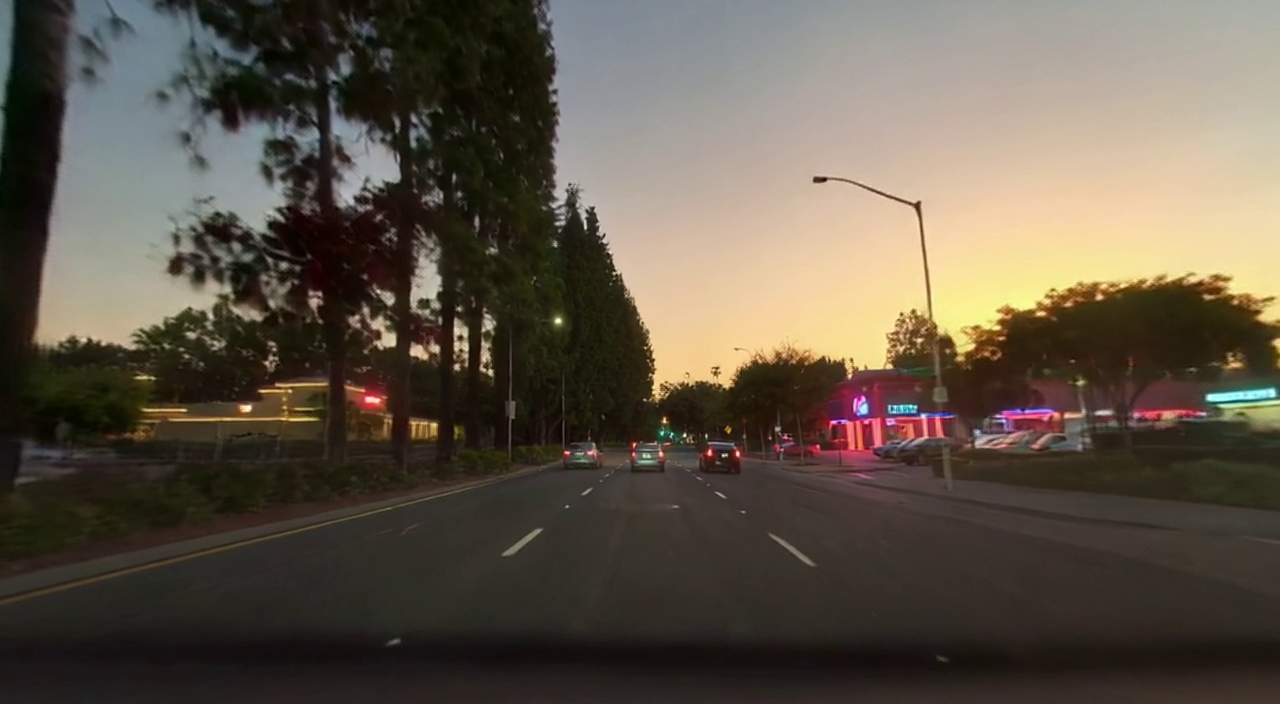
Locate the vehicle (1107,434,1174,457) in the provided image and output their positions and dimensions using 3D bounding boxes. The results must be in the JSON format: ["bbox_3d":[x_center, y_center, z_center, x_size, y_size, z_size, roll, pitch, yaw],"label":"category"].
[{"bbox_3d":[35.037,6.550,44.239,1.773,1.500,3.930,-1,-9,6],"label":"vehicle"}]

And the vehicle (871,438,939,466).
[{"bbox_3d":[15.307,5.802,36.719,2.099,1.526,4.555,-1,-8,2],"label":"vehicle"}]

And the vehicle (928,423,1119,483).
[{"bbox_3d":[13.257,3.525,22.108,5.144,1.834,2.188,-2,-9,2],"label":"vehicle"}]

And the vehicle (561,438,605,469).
[{"bbox_3d":[-3.065,5.561,34.751,1.995,1.607,4.086,0,-8,1],"label":"vehicle"}]

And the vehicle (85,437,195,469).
[{"bbox_3d":[-35.174,7.083,44.657,2.578,1.973,6.455,1,-8,-1],"label":"vehicle"}]

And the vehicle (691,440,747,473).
[{"bbox_3d":[3.701,4.984,30.245,2.012,1.462,4.400,0,-8,-1],"label":"vehicle"}]

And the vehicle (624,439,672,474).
[{"bbox_3d":[0.330,4.810,29.281,2.059,1.477,4.216,0,-8,0],"label":"vehicle"}]
